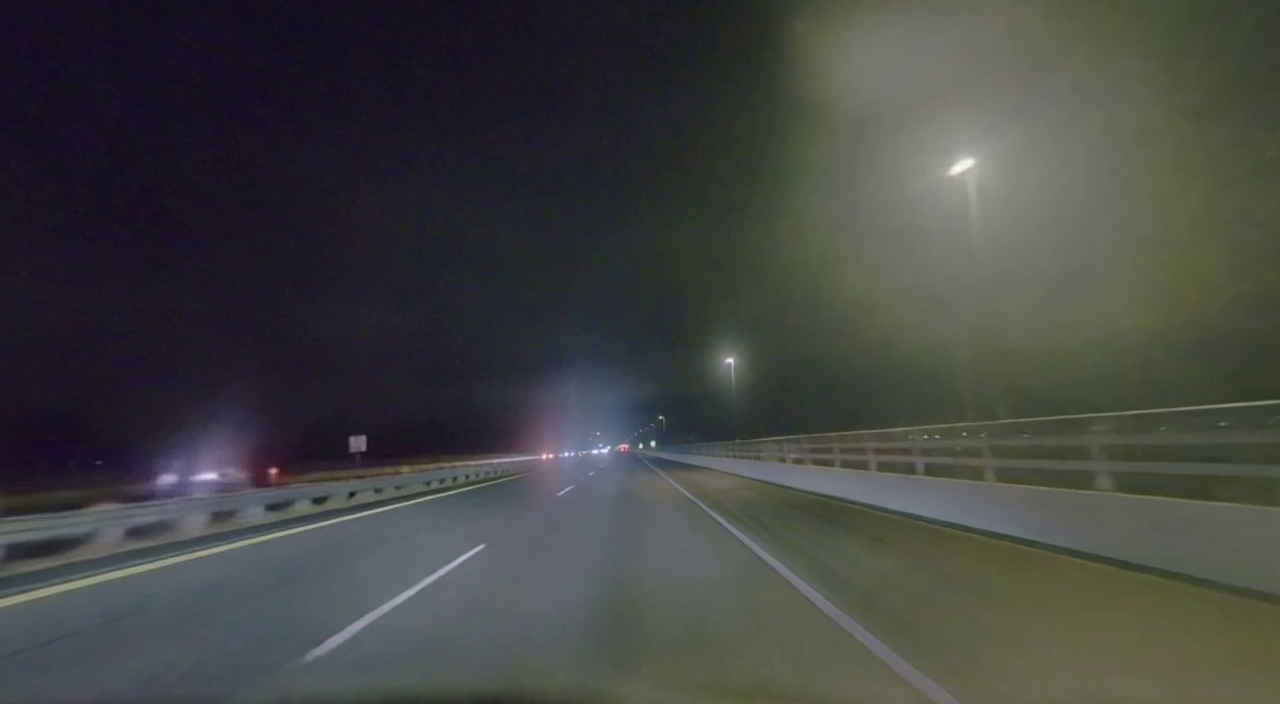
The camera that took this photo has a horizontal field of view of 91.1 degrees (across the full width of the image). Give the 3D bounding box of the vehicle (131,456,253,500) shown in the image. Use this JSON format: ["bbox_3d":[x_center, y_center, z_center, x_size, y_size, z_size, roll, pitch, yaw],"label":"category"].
[{"bbox_3d":[-16.984,4.774,24.113,1.845,1.505,3.833,0,-9,-1],"label":"vehicle"}]
